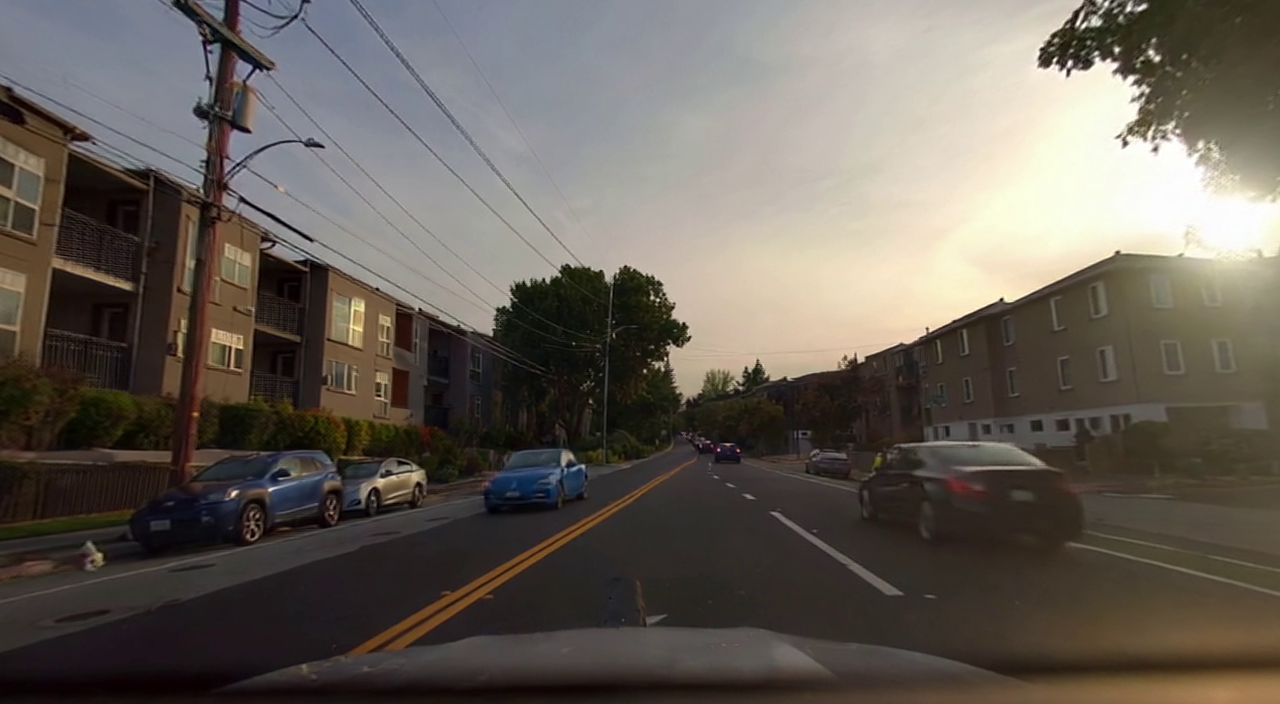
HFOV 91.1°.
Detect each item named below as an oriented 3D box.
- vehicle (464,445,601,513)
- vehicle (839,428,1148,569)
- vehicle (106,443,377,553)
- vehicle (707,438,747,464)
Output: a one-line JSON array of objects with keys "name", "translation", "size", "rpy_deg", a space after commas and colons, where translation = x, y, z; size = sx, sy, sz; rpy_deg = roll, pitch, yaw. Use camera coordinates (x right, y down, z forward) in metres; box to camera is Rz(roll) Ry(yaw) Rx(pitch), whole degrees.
[{"name": "vehicle", "translation": [-2.470, 3.068, 15.806], "size": [2.155, 1.436, 4.501], "rpy_deg": [-1, -8, 7]}, {"name": "vehicle", "translation": [4.562, 1.926, 9.120], "size": [2.052, 1.506, 4.432], "rpy_deg": [-1, -8, 3]}, {"name": "vehicle", "translation": [-7.750, 2.822, 13.014], "size": [2.381, 1.825, 4.652], "rpy_deg": [-1, -8, 3]}, {"name": "vehicle", "translation": [6.130, 7.056, 45.015], "size": [2.306, 1.719, 4.805], "rpy_deg": [0, -8, 2]}]
